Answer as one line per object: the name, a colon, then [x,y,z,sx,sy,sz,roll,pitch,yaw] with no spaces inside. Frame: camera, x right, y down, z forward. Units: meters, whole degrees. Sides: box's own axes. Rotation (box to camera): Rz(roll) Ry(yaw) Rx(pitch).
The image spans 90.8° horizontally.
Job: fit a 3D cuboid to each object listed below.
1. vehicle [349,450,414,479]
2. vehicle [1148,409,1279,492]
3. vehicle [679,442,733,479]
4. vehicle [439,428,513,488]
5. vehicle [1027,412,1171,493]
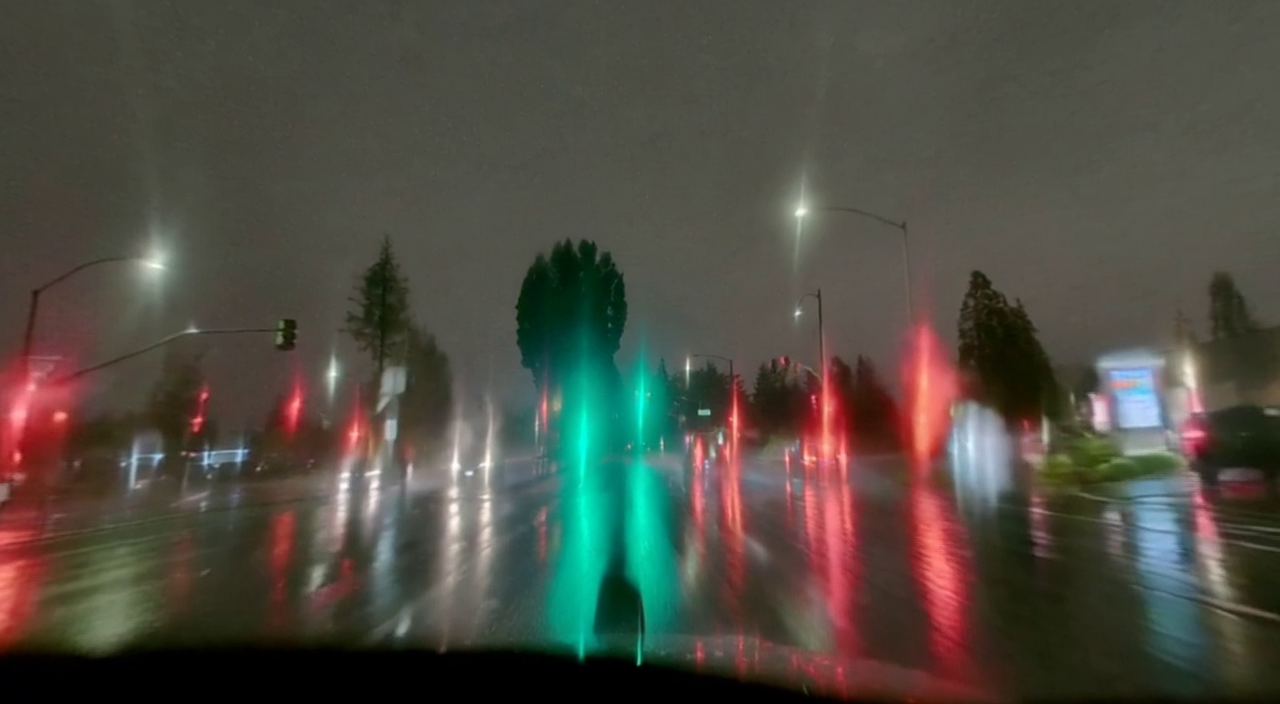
vehicle: [-15.381,6.719,37.897,1.931,1.590,4.478,0,-9,1]
vehicle: [14.844,2.468,16.331,2.067,1.818,4.779,-12,-12,42]
vehicle: [3.026,5.056,29.758,1.961,1.580,4.020,0,-9,-2]
vehicle: [-6.313,4.154,25.046,2.270,2.068,5.517,1,-9,-9]
vehicle: [13.424,2.846,18.356,5.115,1.997,2.279,6,-13,-44]
